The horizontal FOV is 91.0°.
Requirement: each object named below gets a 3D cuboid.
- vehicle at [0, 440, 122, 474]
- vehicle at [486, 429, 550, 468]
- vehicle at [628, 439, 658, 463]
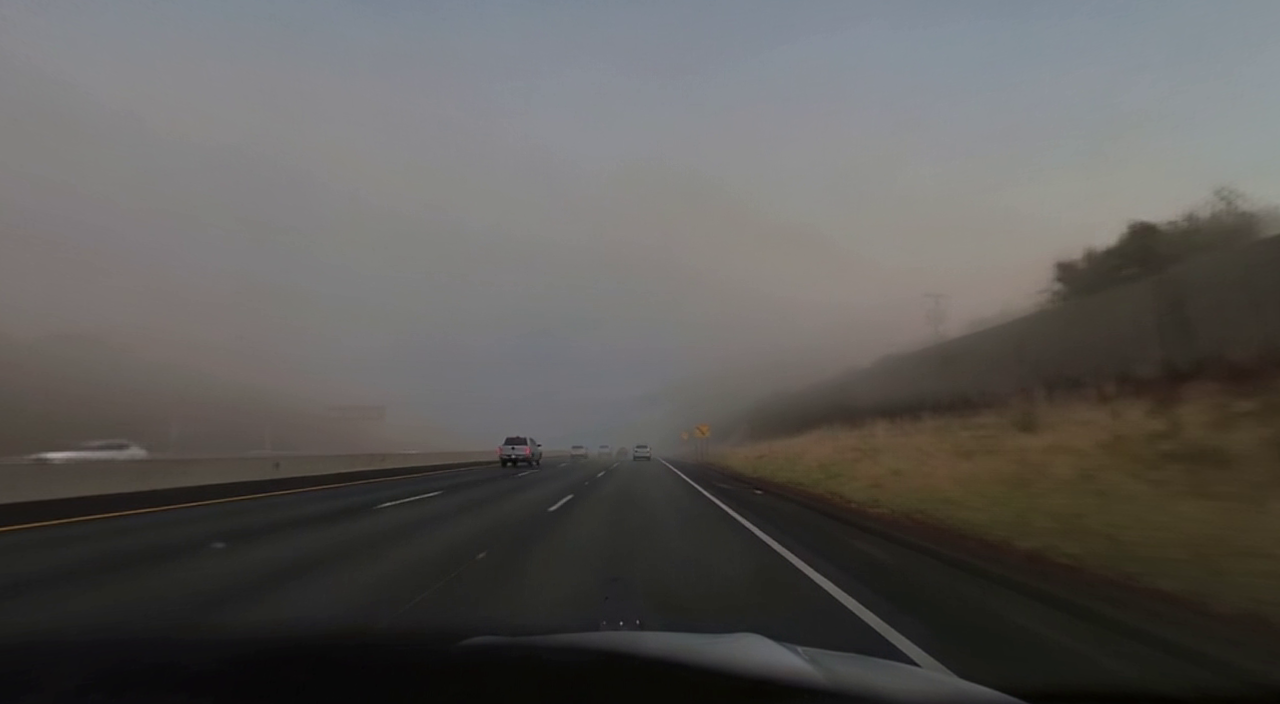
[{"bbox_3d":[-29.224,5.275,31.951,1.951,1.549,4.563,0,-8,1],"label":"vehicle"},{"bbox_3d":[-6.707,5.391,35.334,2.438,1.967,5.596,0,-8,0],"label":"vehicle"},{"bbox_3d":[0.217,7.464,47.648,2.141,1.706,4.065,0,-8,-1],"label":"vehicle"}]
